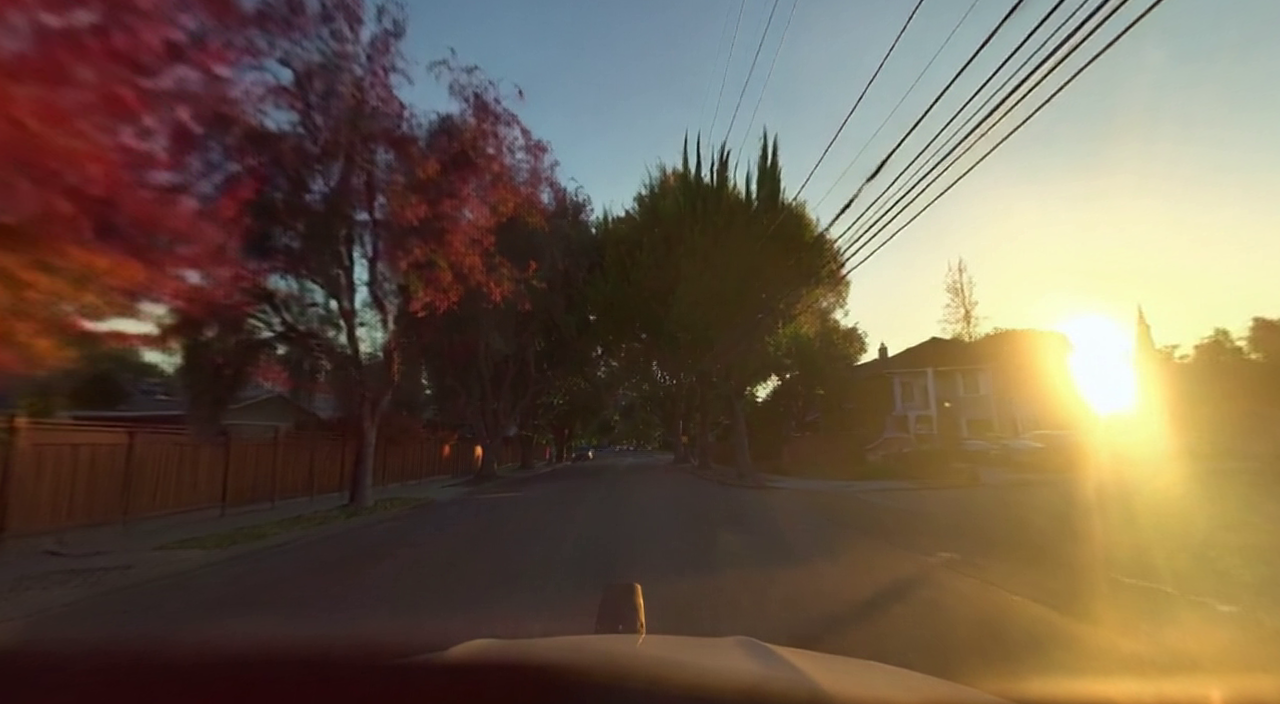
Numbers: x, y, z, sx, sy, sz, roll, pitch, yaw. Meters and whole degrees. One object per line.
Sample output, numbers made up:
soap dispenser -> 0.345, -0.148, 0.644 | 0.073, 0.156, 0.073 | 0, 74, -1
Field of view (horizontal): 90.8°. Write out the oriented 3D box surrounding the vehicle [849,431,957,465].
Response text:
vehicle -> 12.345, 4.573, 29.985 | 4.286, 1.525, 2.219 | -2, -9, 10
